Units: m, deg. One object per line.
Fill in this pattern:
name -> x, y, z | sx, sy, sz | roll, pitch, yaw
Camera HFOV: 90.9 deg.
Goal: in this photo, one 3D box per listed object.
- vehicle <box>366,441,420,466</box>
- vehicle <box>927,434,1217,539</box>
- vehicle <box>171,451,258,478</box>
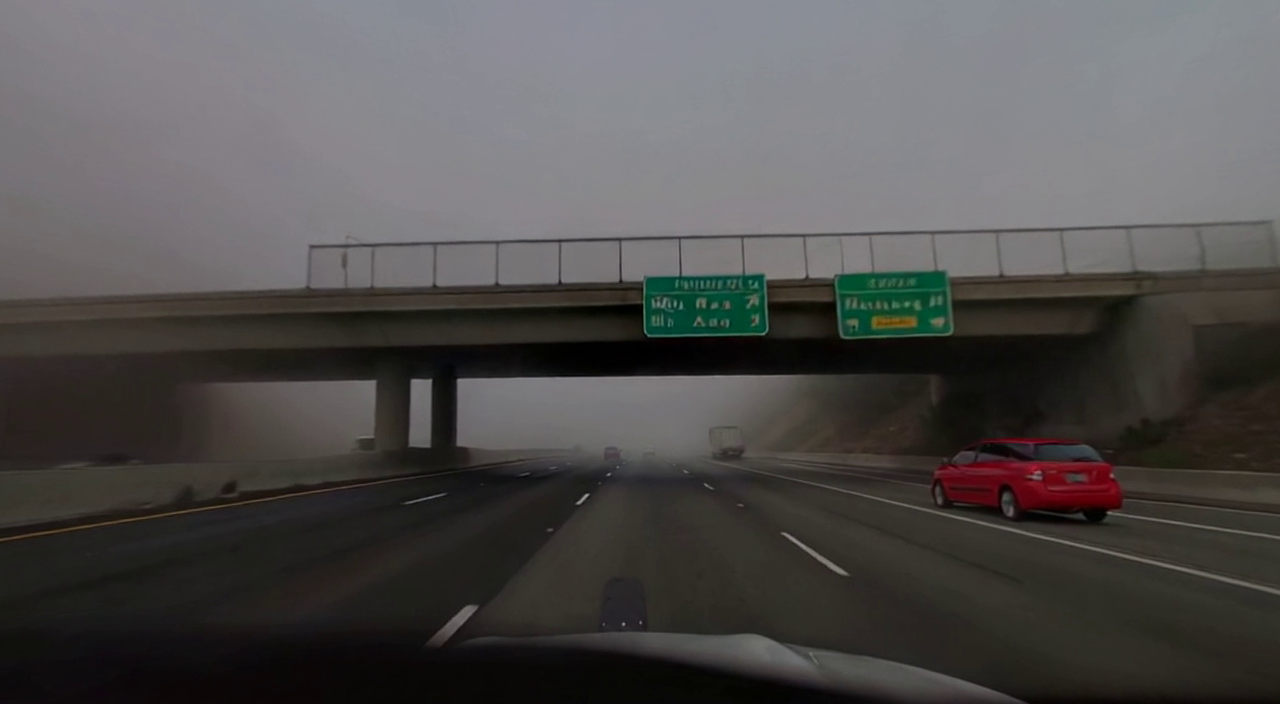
vehicle -> -17.824, 7.367, 45.774 | 1.961, 1.700, 4.758 | 0, -8, 0
vehicle -> 7.173, 2.244, 11.264 | 1.914, 1.465, 4.574 | 0, -8, 0
vehicle -> -24.654, 6.501, 36.749 | 1.834, 1.450, 4.501 | 0, -8, 1
